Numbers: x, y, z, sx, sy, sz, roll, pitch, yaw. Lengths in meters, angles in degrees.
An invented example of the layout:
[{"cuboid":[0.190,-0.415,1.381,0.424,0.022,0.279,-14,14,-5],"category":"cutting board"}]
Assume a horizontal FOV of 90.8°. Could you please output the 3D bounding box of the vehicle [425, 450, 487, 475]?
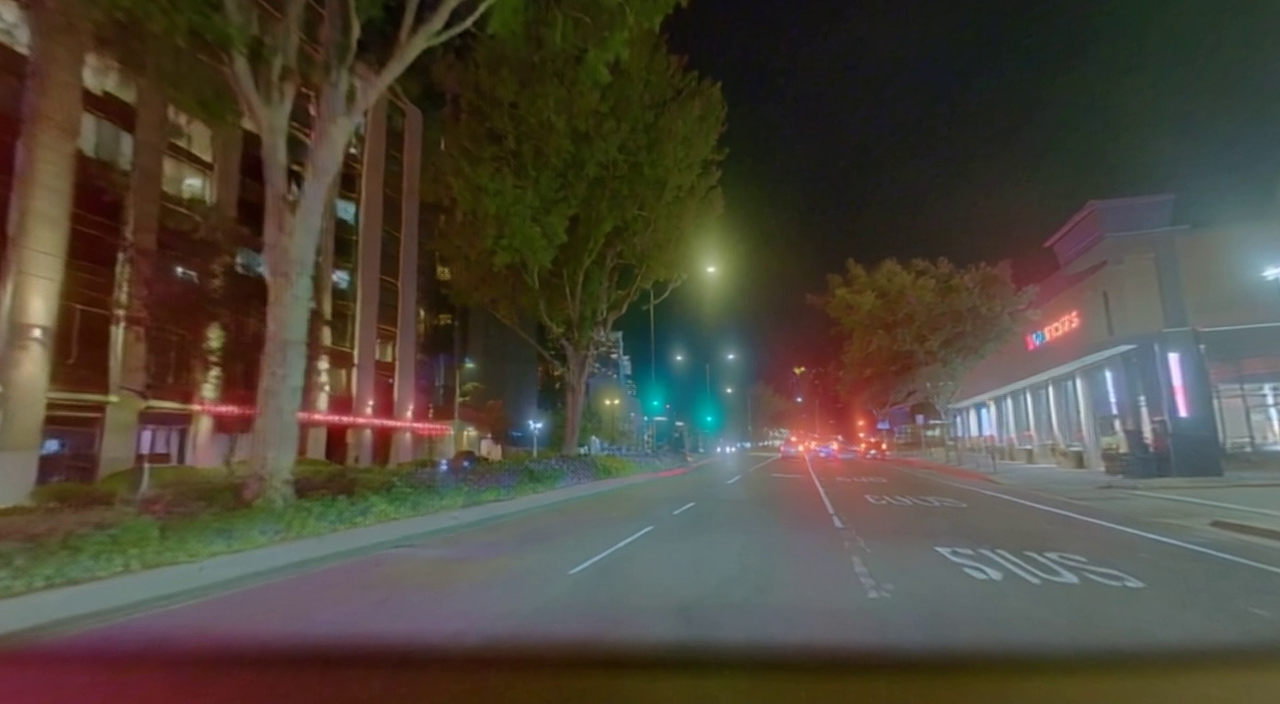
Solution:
[{"cuboid":[-11.748,7.052,40.657,1.840,1.440,4.442,-4,-9,15],"category":"vehicle"}]
